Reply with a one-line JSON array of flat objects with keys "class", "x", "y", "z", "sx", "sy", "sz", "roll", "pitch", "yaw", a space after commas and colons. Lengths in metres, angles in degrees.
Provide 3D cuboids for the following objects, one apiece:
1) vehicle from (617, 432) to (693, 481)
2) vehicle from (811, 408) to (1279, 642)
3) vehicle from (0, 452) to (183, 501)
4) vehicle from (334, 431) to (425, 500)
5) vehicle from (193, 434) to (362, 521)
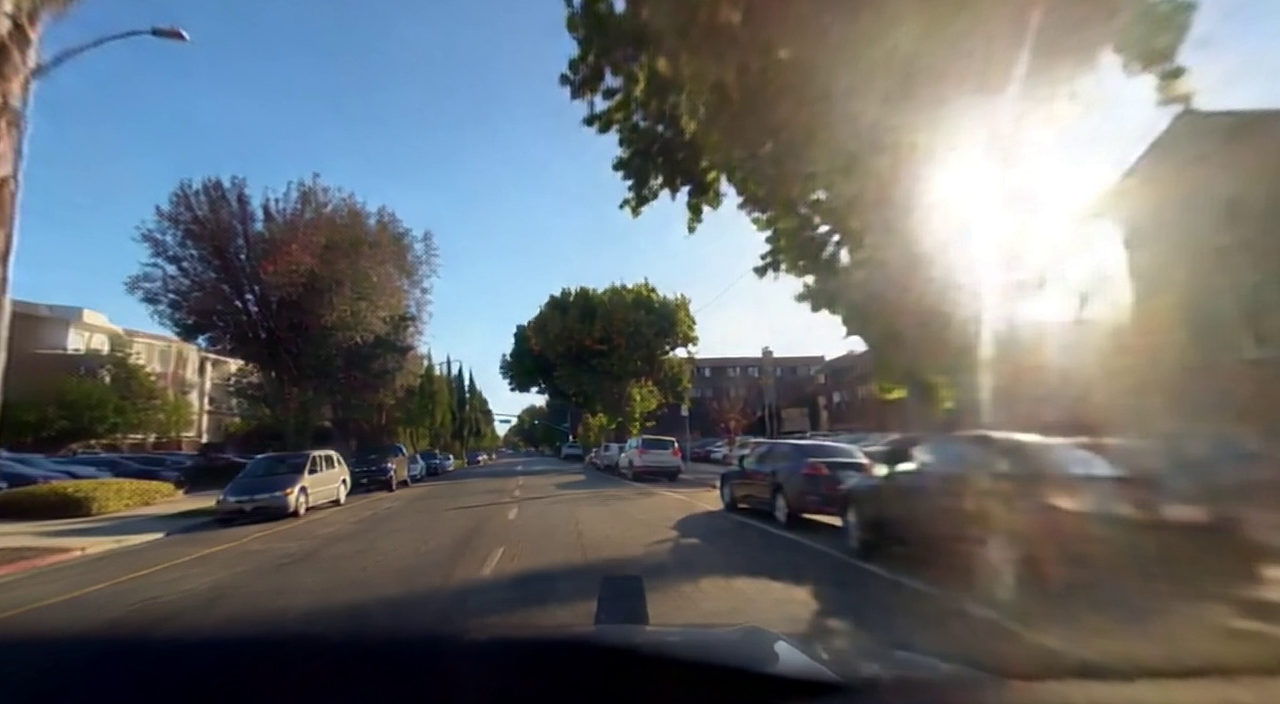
[{"class": "vehicle", "x": 0.495, "y": 4.471, "z": 27.551, "sx": 2.255, "sy": 1.863, "sz": 5.629, "roll": 1, "pitch": -8, "yaw": -9}, {"class": "vehicle", "x": 3.620, "y": 1.461, "z": 6.628, "sx": 1.884, "sy": 1.508, "sz": 4.713, "roll": 0, "pitch": -8, "yaw": -6}, {"class": "vehicle", "x": -19.464, "y": 4.331, "z": 22.173, "sx": 5.050, "sy": 1.502, "sz": 2.023, "roll": 1, "pitch": -8, "yaw": -8}, {"class": "vehicle", "x": -10.613, "y": 4.539, "z": 26.221, "sx": 2.382, "sy": 2.223, "sz": 5.472, "roll": -3, "pitch": -5, "yaw": -11}, {"class": "vehicle", "x": -9.323, "y": 3.280, "z": 16.911, "sx": 2.171, "sy": 1.838, "sz": 5.344, "roll": -1, "pitch": -10, "yaw": -10}]
